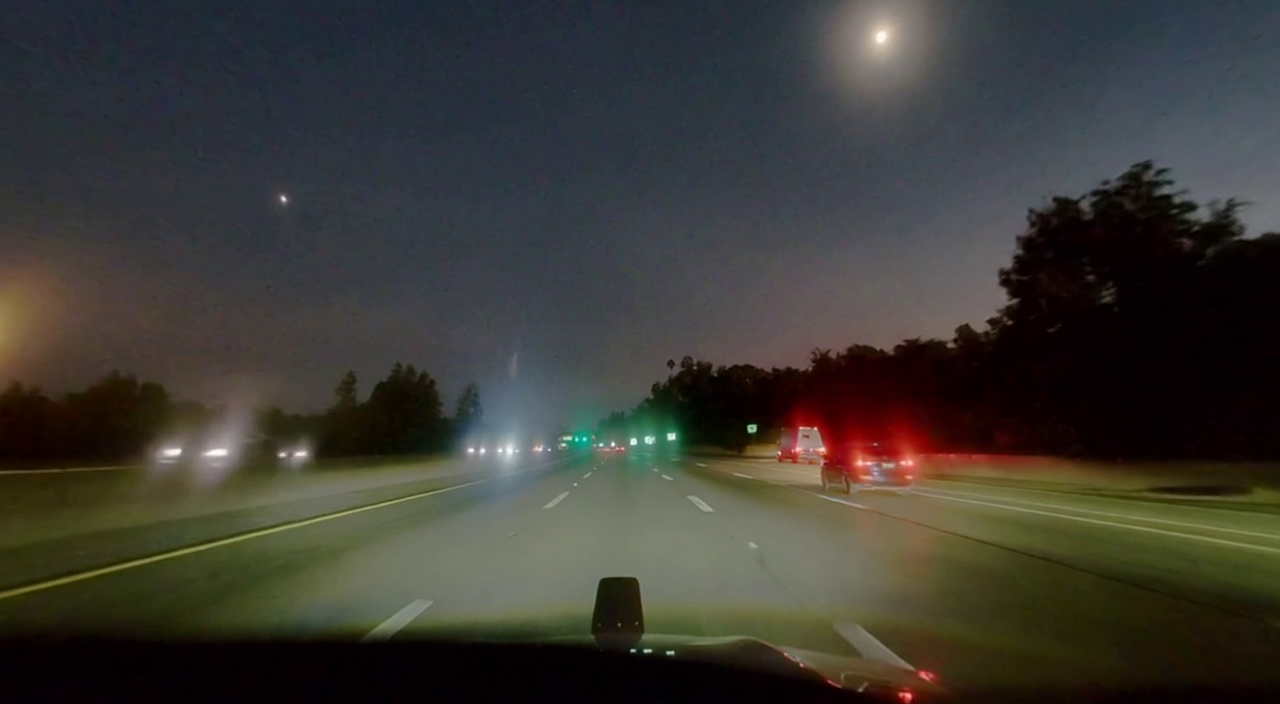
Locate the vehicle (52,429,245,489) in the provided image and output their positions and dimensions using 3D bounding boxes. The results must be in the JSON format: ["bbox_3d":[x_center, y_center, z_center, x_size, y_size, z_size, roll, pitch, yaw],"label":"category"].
[{"bbox_3d":[-14.319,3.159,18.863,2.089,1.559,4.558,0,-9,0],"label":"vehicle"}]

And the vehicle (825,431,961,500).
[{"bbox_3d":[6.875,3.123,17.740,2.081,1.705,3.926,0,-9,-2],"label":"vehicle"}]
